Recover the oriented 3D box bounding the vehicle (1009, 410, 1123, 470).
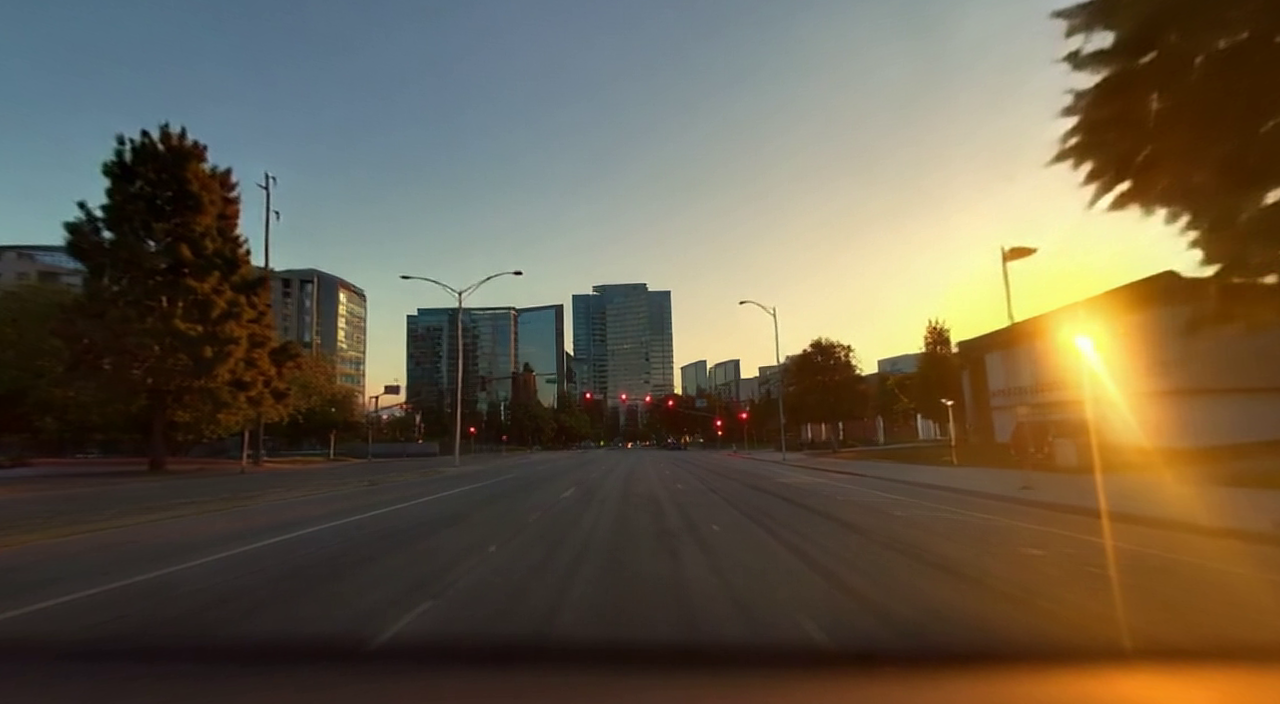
[{"bbox_3d":[16.380,3.439,24.507,1.951,2.131,3.345,1,-9,-1],"label":"vehicle"}]
